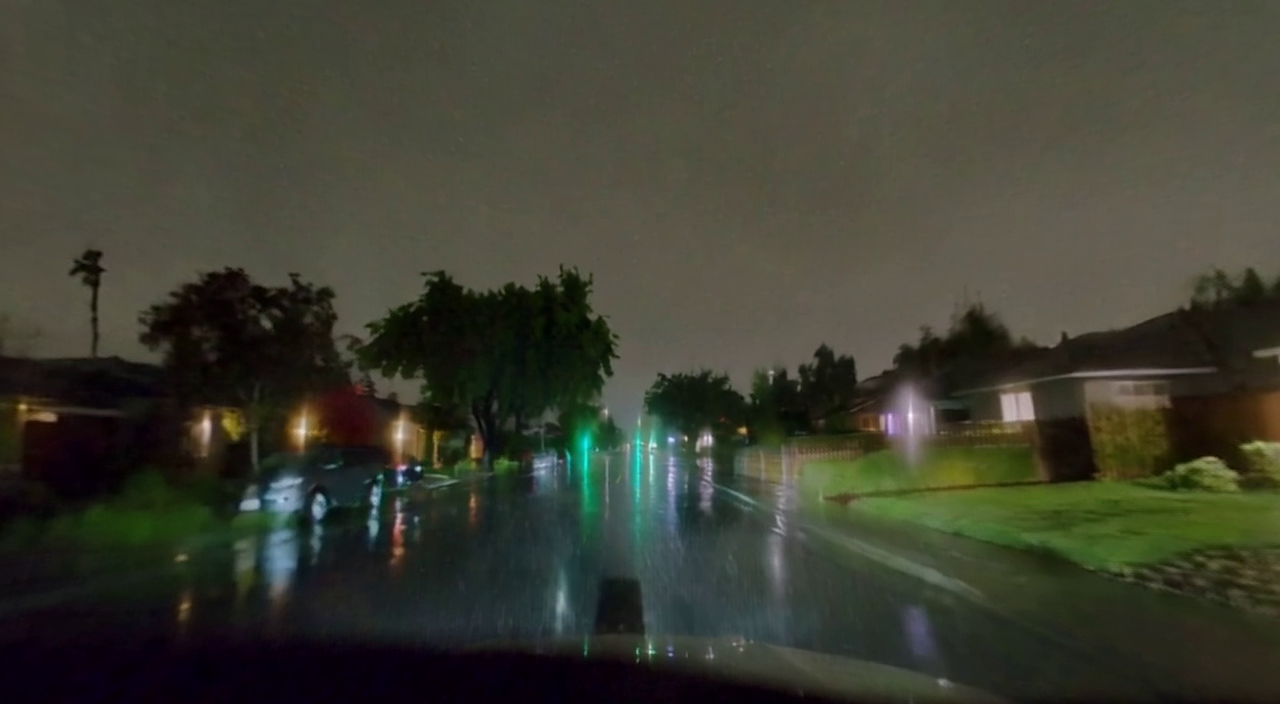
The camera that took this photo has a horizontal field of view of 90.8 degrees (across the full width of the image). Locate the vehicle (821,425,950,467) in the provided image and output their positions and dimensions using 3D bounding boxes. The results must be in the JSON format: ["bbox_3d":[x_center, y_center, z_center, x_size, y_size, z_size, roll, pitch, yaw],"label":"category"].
[{"bbox_3d":[11.973,4.606,31.021,5.367,1.953,2.257,1,-9,-9],"label":"vehicle"}]

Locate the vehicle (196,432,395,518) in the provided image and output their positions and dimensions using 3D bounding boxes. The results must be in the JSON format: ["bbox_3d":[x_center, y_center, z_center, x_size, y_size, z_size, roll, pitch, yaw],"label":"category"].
[{"bbox_3d":[-8.506,3.118,16.357,2.352,1.843,4.979,-1,-10,0],"label":"vehicle"}]
